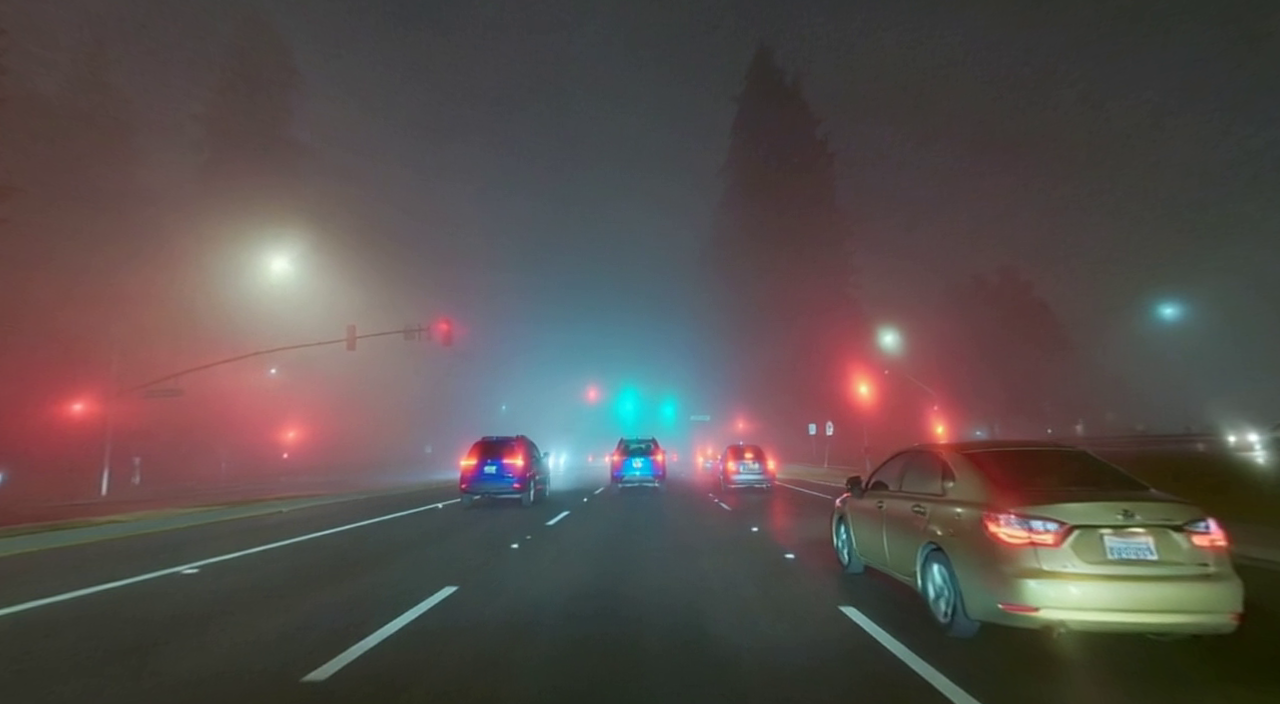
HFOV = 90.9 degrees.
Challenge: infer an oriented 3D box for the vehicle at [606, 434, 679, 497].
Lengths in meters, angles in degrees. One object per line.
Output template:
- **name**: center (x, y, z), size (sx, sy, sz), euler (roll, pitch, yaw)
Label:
- **vehicle**: center (0.083, 3.666, 20.821), size (2.132, 1.816, 4.471), euler (0, -8, 0)

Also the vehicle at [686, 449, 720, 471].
- **vehicle**: center (4.373, 7.579, 44.471), size (1.996, 1.443, 4.270), euler (0, -8, 0)

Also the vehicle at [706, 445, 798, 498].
- **vehicle**: center (3.476, 3.807, 20.597), size (2.036, 1.480, 4.659), euler (0, -8, -2)

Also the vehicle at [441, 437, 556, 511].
- **vehicle**: center (-3.588, 3.164, 16.894), size (2.039, 1.709, 4.265), euler (0, -8, 1)

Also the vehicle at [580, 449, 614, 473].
- **vehicle**: center (-2.785, 7.225, 42.108), size (1.897, 1.479, 4.204), euler (0, -8, 1)

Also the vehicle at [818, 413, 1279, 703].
- **vehicle**: center (3.110, 1.364, 5.200), size (1.976, 1.491, 4.427), euler (0, -8, 0)
